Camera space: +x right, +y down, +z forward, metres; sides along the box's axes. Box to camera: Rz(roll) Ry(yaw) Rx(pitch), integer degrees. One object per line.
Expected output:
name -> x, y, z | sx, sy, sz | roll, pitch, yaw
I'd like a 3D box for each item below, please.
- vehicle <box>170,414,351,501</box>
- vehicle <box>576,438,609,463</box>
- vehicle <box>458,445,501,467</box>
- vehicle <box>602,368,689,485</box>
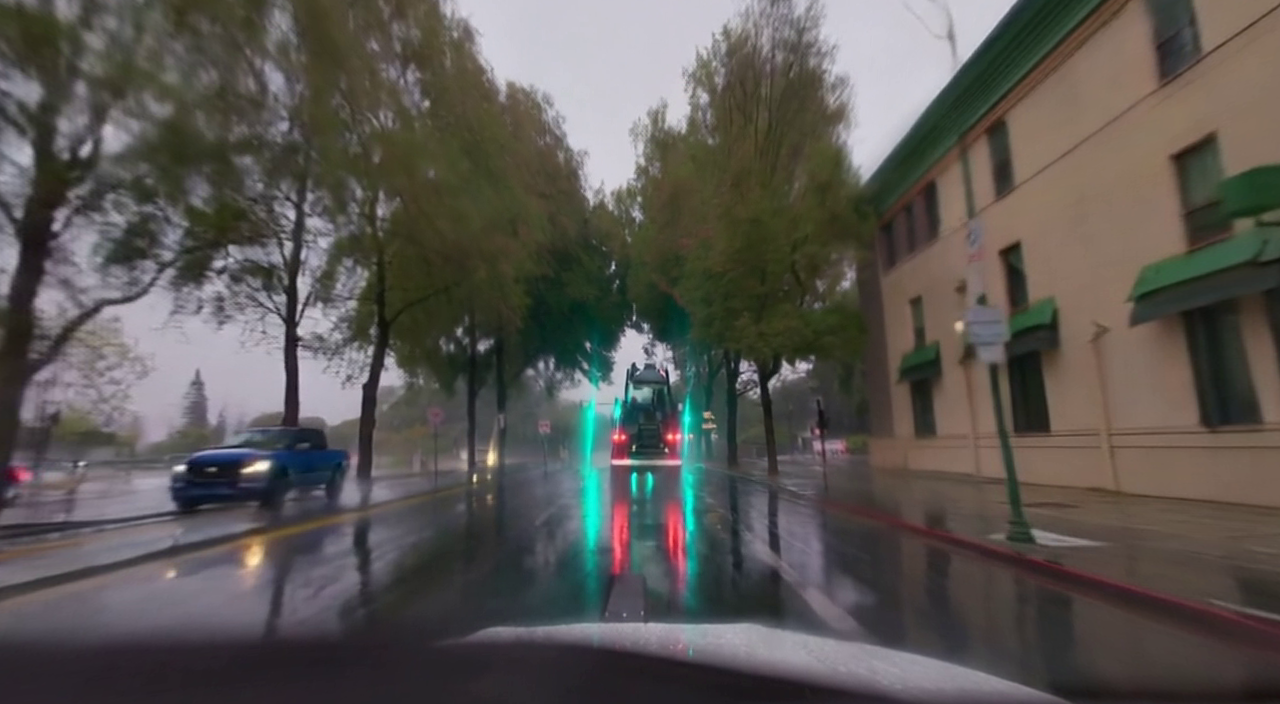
vehicle -> -12.215, 3.471, 21.024 | 2.404, 2.444, 5.799 | 0, -9, 0
vehicle -> -3.379, 7.151, 45.631 | 2.081, 1.688, 4.235 | 0, -9, 0
vehicle -> -12.066, 7.814, 47.625 | 1.941, 1.520, 4.864 | 0, -9, 0
vehicle -> 0.184, 3.041, 24.387 | 2.552, 3.461, 11.044 | -1, -9, 0
